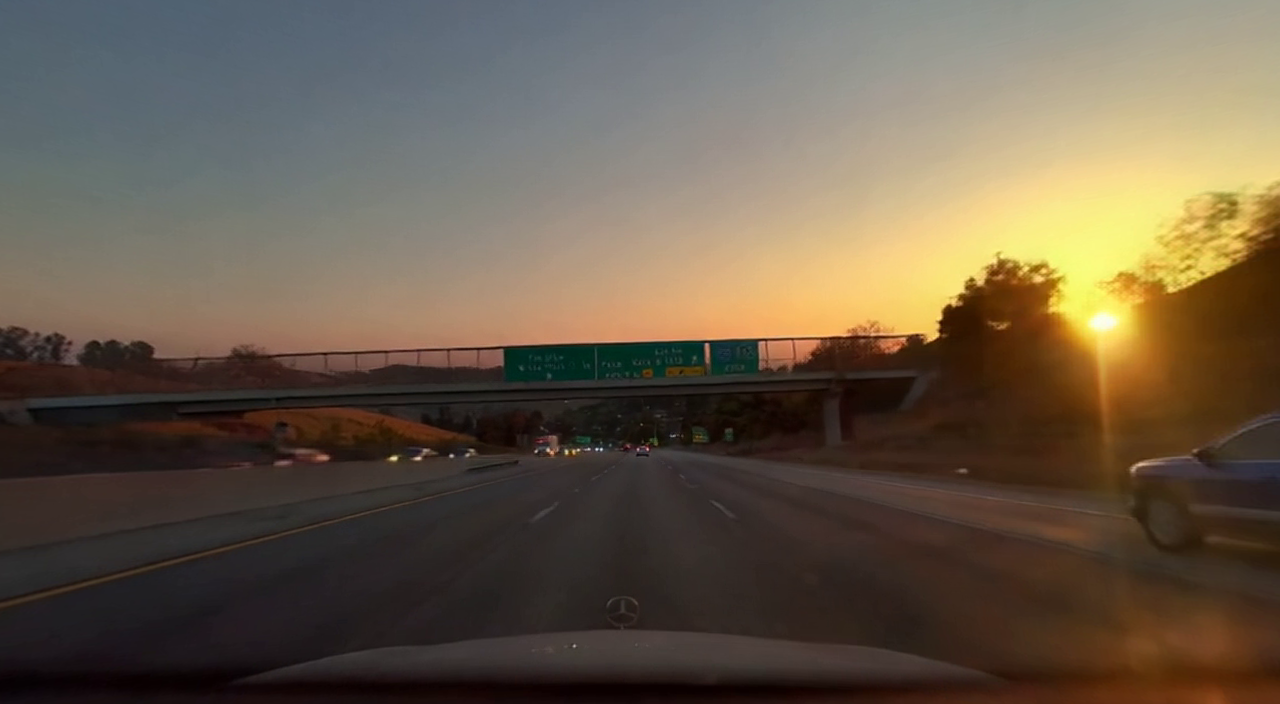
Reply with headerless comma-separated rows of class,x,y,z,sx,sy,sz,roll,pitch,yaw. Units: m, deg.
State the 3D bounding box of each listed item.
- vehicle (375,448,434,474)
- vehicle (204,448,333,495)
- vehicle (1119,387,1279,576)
vehicle,-15.246,7.049,41.021,1.889,1.552,4.643,-1,-9,2
vehicle,-13.303,4.267,22.950,1.906,1.517,4.477,0,-9,1
vehicle,7.392,1.184,5.618,2.186,1.848,5.136,0,-8,1
